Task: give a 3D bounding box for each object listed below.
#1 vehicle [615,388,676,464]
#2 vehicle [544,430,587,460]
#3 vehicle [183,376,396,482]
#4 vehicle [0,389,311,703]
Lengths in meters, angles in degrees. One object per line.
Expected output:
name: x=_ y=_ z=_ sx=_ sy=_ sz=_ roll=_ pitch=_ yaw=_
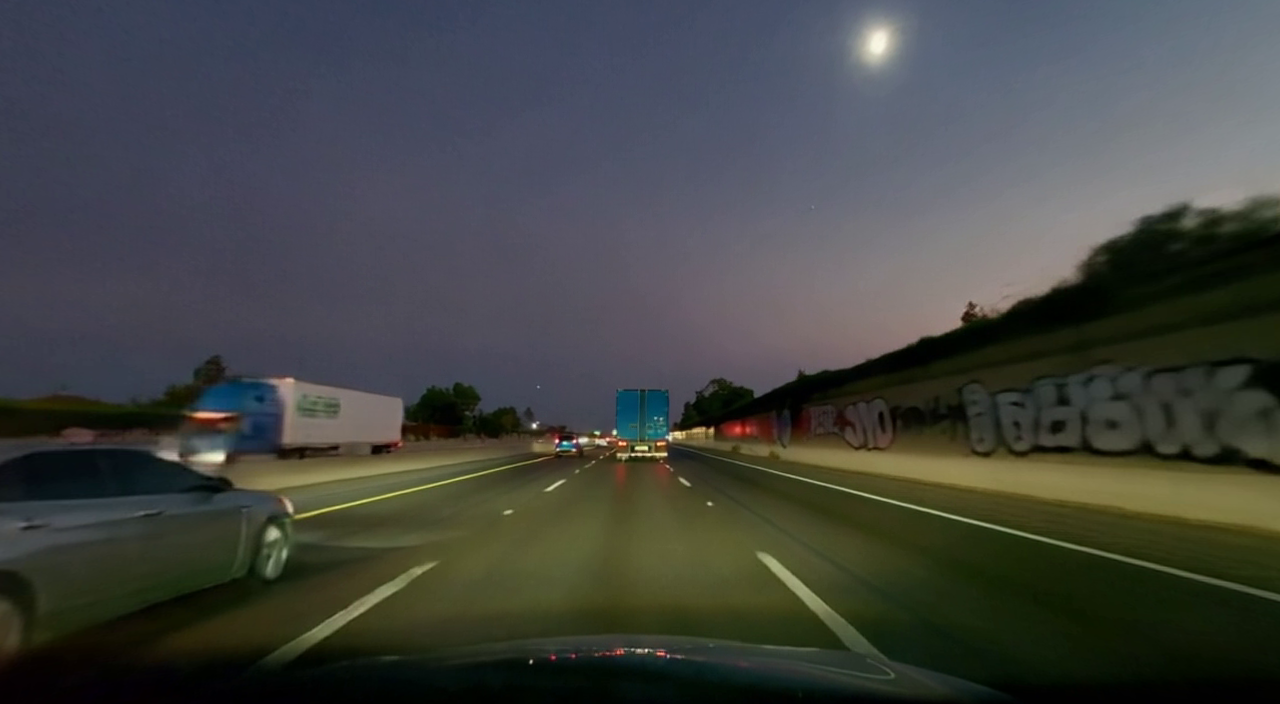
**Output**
vehicle: x=0.177 y=4.185 z=35.168 sx=2.927 sy=3.649 sz=9.443 roll=0 pitch=-8 yaw=-1
vehicle: x=-4.326 y=5.488 z=37.288 sx=2.058 sy=1.645 sz=4.130 roll=0 pitch=-8 yaw=0
vehicle: x=-18.015 y=4.275 z=34.866 sx=3.046 sy=4.510 sz=15.847 roll=0 pitch=-7 yaw=-1
vehicle: x=-4.084 y=1.033 z=3.666 sx=1.948 sy=1.526 sz=4.525 roll=0 pitch=-8 yaw=-1
